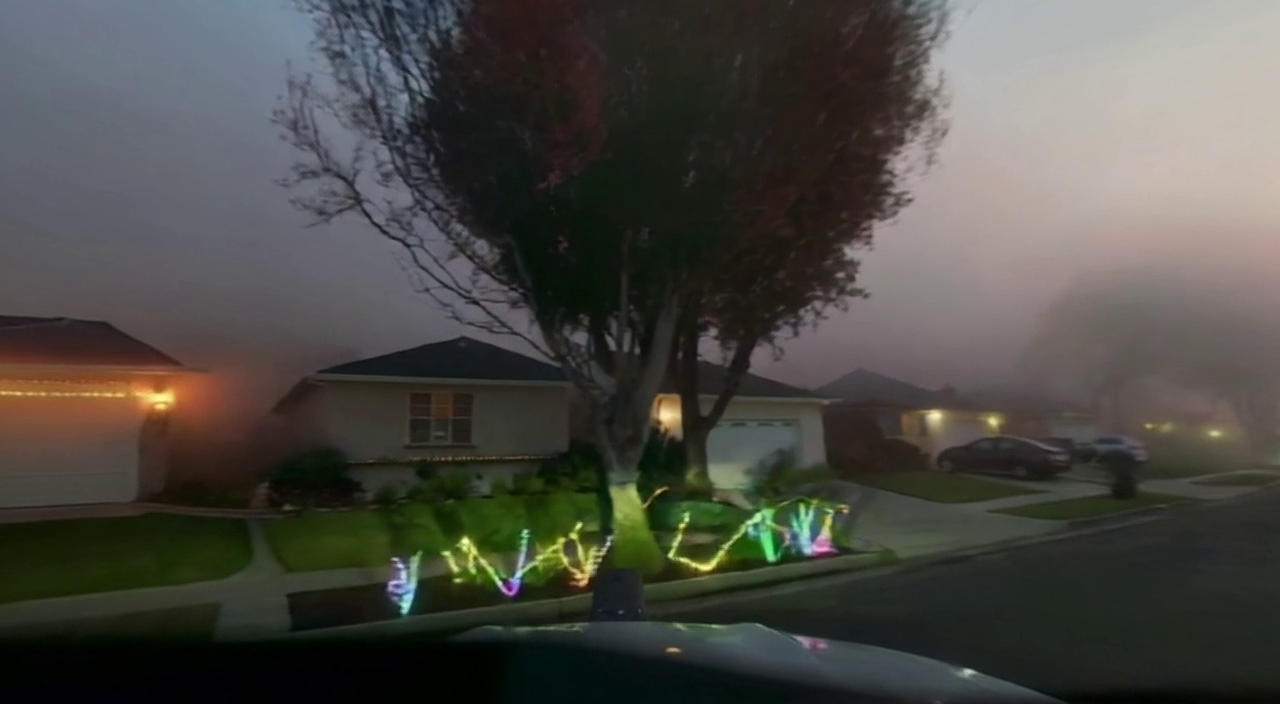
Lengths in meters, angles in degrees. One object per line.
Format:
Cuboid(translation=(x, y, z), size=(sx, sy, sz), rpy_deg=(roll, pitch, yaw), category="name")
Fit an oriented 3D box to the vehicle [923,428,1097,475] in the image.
Cuboid(translation=(12.996, 3.511, 22.522), size=(1.807, 1.485, 4.916), rpy_deg=(6, -10, -38), category="vehicle")
